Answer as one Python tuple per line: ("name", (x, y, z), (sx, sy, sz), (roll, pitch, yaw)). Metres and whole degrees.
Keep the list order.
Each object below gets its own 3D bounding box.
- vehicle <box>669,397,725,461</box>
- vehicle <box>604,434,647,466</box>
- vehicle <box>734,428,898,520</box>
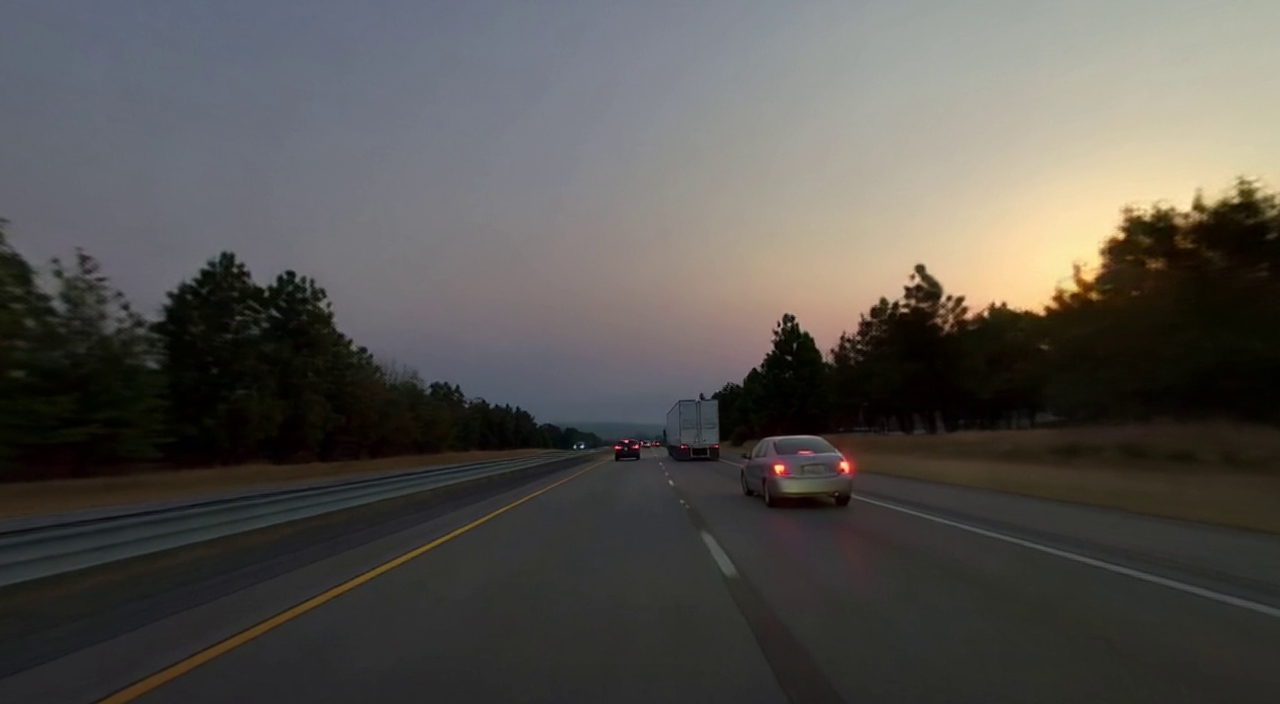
("vehicle", (3.959, 5.828, 47.015), (2.919, 4.004, 13.911), (0, -8, 0))
("vehicle", (-0.703, 5.279, 34.264), (2.192, 1.623, 4.887), (0, -8, 1))
("vehicle", (3.299, 2.354, 12.797), (2.072, 1.534, 4.300), (0, -8, 0))
